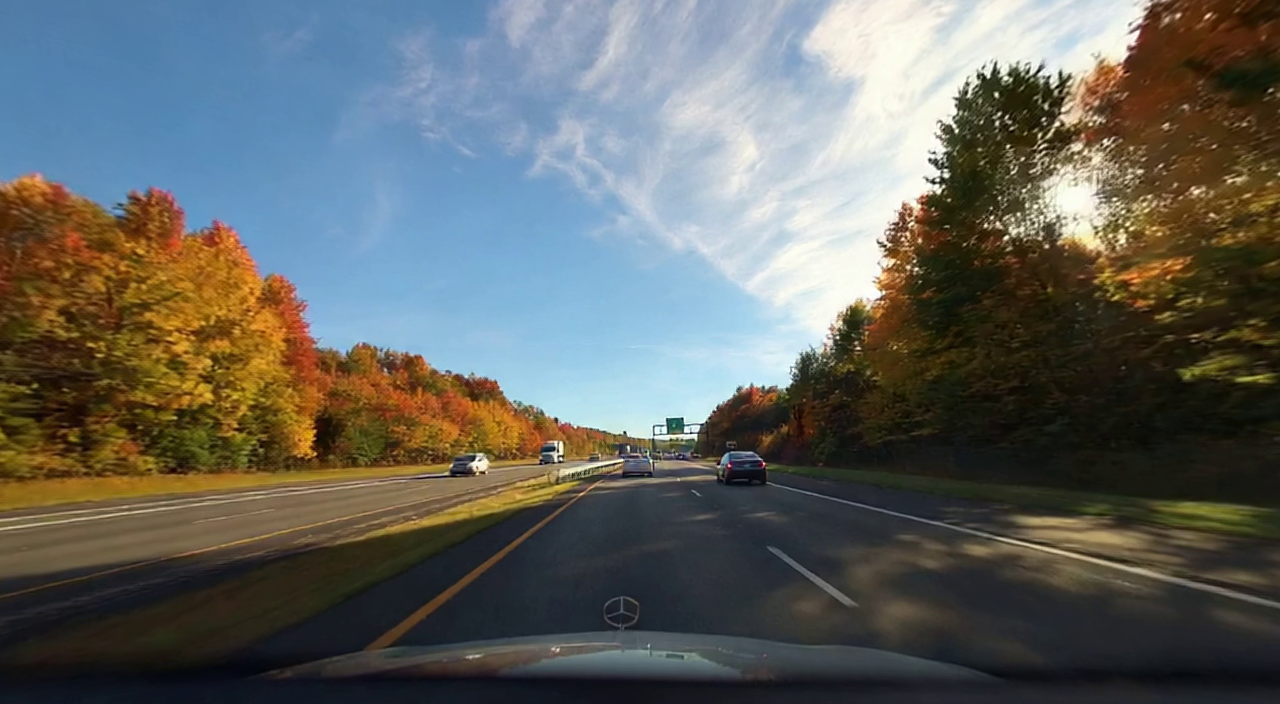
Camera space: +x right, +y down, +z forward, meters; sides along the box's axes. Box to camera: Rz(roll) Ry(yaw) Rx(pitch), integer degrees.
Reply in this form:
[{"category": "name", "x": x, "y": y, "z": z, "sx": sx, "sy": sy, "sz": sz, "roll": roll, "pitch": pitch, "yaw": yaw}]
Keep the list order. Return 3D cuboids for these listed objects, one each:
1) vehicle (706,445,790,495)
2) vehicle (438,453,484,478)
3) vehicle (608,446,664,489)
[{"category": "vehicle", "x": 3.636, "y": 4.074, "z": 21.957, "sx": 2.119, "sy": 1.557, "sz": 4.163, "roll": 0, "pitch": -9, "yaw": -1}, {"category": "vehicle", "x": -12.121, "y": 7.691, "z": 42.637, "sx": 1.839, "sy": 1.541, "sz": 3.972, "roll": -1, "pitch": -9, "yaw": 1}, {"category": "vehicle", "x": -0.164, "y": 4.677, "z": 25.767, "sx": 2.070, "sy": 1.546, "sz": 4.648, "roll": 0, "pitch": -9, "yaw": 0}]
